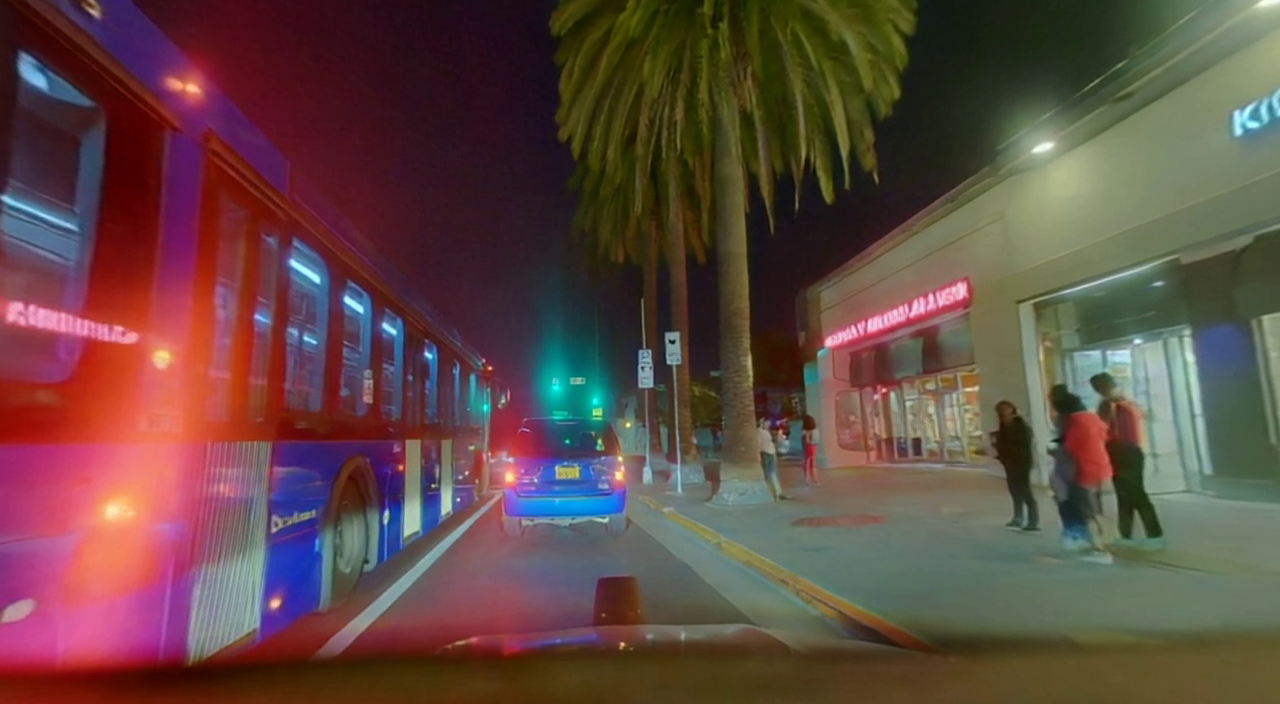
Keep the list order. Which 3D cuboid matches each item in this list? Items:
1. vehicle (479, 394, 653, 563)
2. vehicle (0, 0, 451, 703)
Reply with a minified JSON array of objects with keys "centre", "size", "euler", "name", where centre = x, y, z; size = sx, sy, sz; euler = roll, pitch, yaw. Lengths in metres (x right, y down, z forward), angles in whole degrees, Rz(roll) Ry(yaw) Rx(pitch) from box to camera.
[{"centre":[-1.249,1.770,9.495],"size":[2.002,1.907,4.211],"euler":[2,-9,-11],"name":"vehicle"},{"centre":[-4.088,0.493,5.062],"size":[2.863,3.233,11.573],"euler":[1,-8,-7],"name":"vehicle"}]
